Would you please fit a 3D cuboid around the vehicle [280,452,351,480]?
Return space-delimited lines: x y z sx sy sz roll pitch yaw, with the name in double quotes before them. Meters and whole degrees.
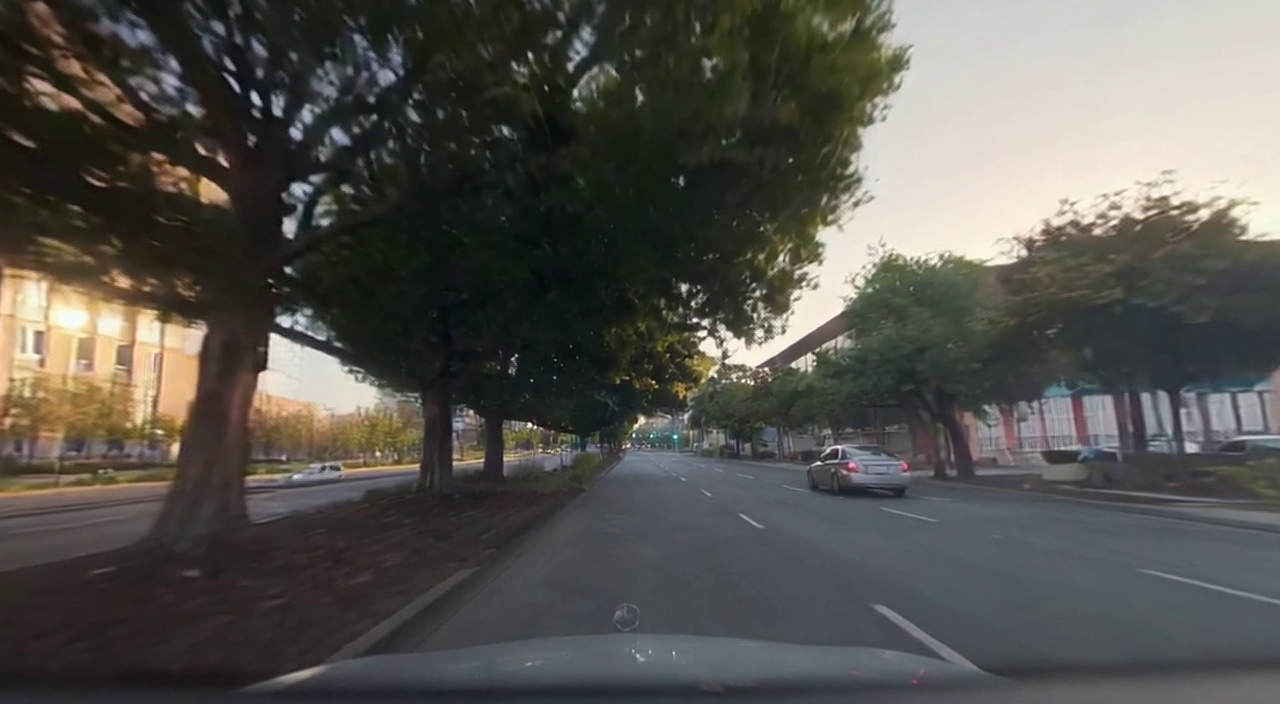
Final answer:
"vehicle" -19.373 6.812 37.963 1.895 1.458 4.586 -2 -9 0

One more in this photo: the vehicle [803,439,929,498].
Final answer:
"vehicle" 6.543 3.406 18.952 1.913 1.504 4.738 0 -8 -1
